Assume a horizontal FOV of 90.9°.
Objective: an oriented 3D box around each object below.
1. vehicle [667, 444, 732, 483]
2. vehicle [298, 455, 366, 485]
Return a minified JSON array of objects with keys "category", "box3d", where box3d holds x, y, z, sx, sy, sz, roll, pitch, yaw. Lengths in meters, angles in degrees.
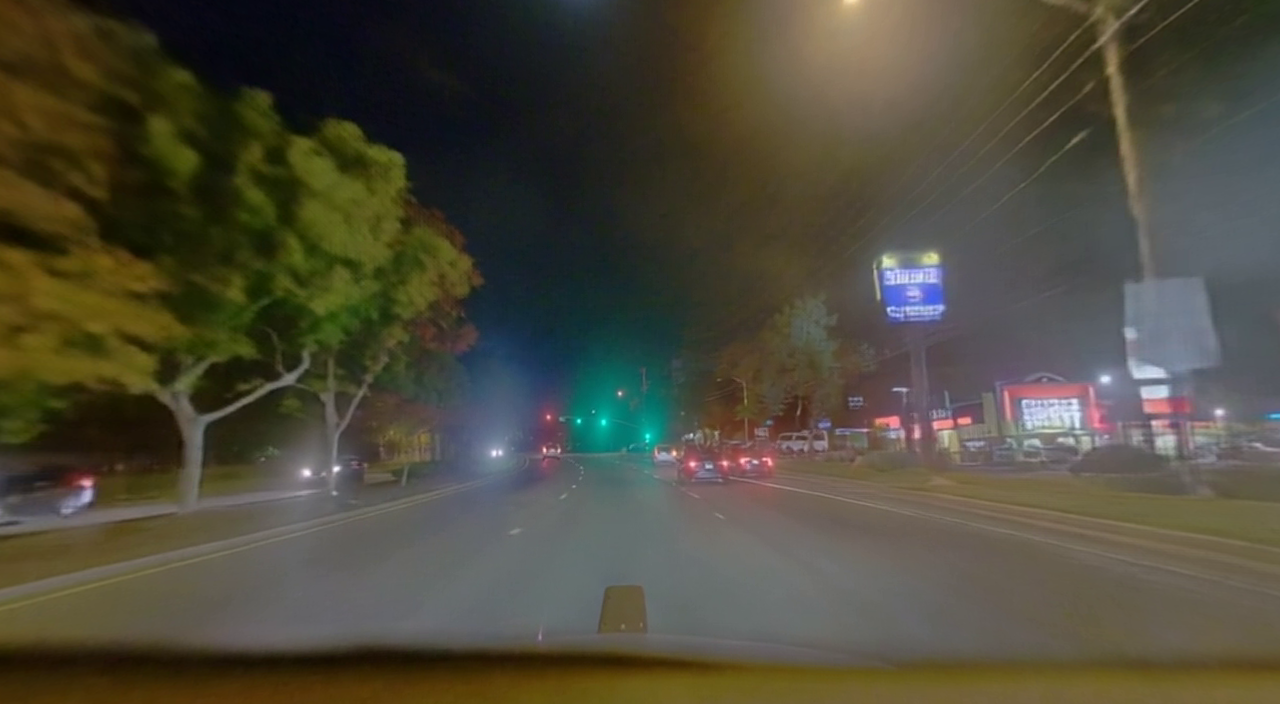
[{"category":"vehicle","box3d":[2.405,4.627,26.557,2.130,1.476,4.453,0,-9,-2]},{"category":"vehicle","box3d":[-17.407,6.678,35.875,1.873,1.507,4.204,0,-8,-3]}]
